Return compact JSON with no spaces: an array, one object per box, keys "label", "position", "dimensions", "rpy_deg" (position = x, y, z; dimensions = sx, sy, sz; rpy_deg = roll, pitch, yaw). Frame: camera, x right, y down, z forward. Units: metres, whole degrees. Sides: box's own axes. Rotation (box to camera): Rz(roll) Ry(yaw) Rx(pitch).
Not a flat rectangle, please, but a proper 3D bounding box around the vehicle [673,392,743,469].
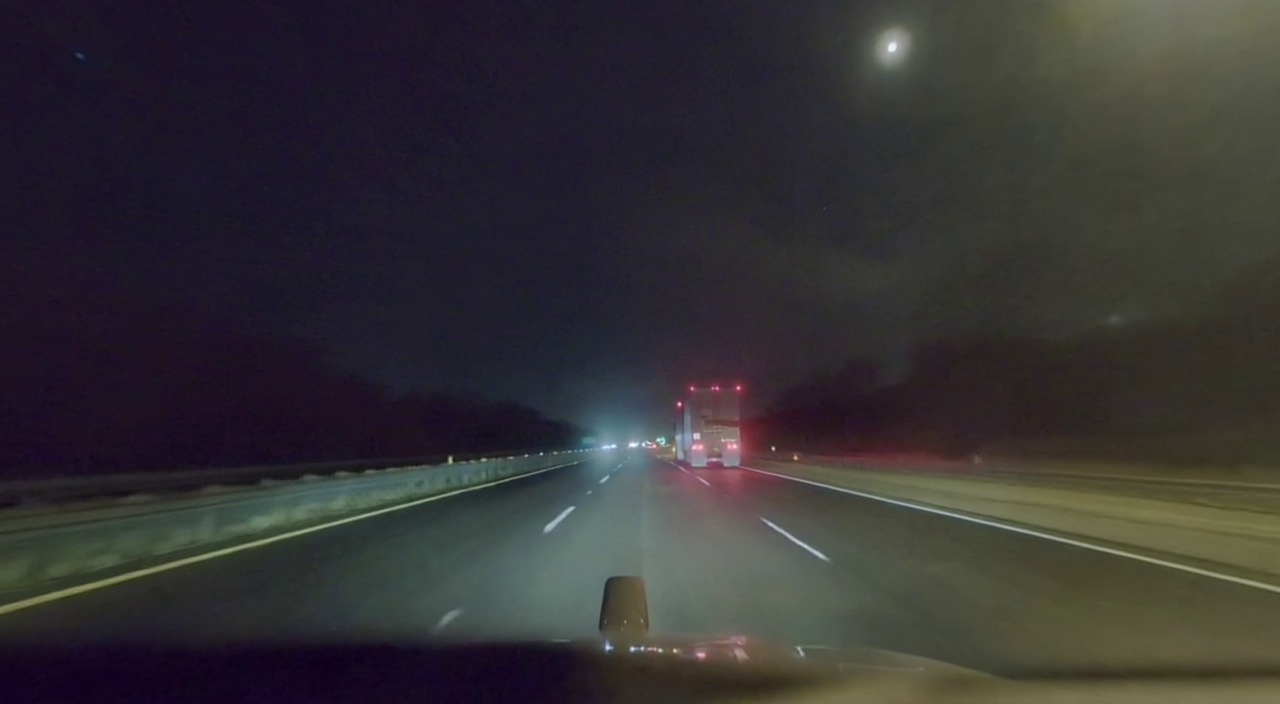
[{"label":"vehicle","position":[4.017,5.281,40.752],"dimensions":[2.933,4.100,14.317],"rpy_deg":[0,-9,0]}]
